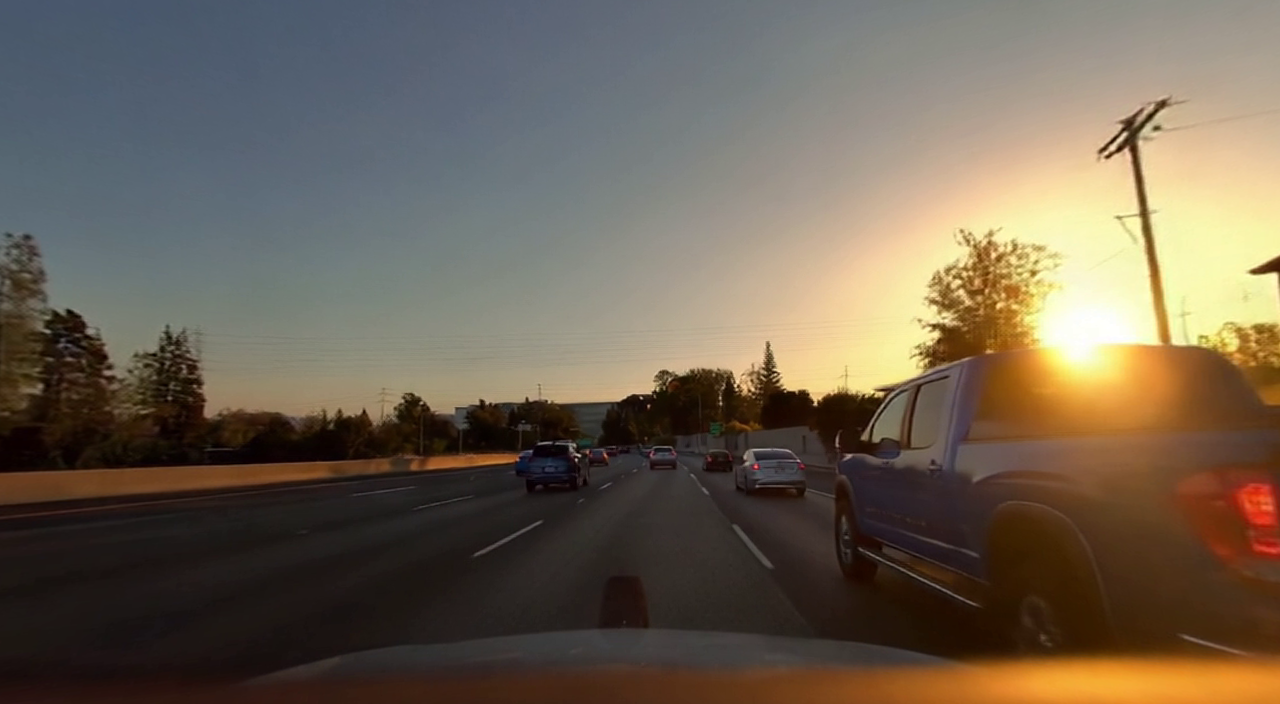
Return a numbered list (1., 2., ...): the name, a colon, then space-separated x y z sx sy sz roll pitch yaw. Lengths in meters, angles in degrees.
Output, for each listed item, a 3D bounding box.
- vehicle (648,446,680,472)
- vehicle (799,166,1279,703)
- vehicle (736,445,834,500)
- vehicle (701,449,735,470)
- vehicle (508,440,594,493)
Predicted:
1. vehicle: 1.636 7.320 43.390 2.080 1.682 4.150 0 -8 2
2. vehicle: 3.387 1.015 4.685 3.024 2.092 6.797 -1 -8 4
3. vehicle: 4.381 3.702 19.817 2.111 1.498 4.466 0 -8 2
4. vehicle: 5.725 7.936 46.687 2.072 1.456 4.537 0 -8 2
5. vehicle: -3.092 4.112 23.058 2.209 1.714 4.576 -1 -8 4
